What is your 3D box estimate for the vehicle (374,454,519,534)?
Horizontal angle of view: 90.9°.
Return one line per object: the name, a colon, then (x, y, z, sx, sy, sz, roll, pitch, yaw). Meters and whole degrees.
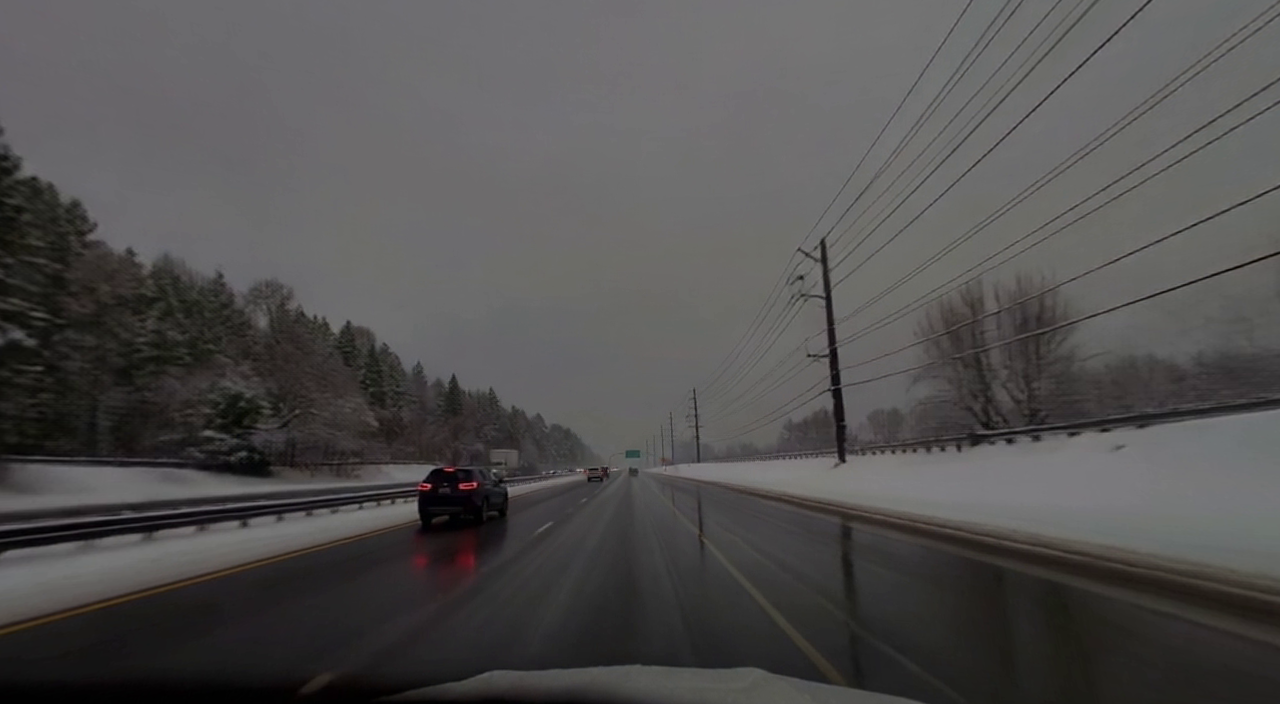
vehicle: (-4.167, 3.158, 14.403, 1.963, 1.501, 4.227, 1, -11, 0)
